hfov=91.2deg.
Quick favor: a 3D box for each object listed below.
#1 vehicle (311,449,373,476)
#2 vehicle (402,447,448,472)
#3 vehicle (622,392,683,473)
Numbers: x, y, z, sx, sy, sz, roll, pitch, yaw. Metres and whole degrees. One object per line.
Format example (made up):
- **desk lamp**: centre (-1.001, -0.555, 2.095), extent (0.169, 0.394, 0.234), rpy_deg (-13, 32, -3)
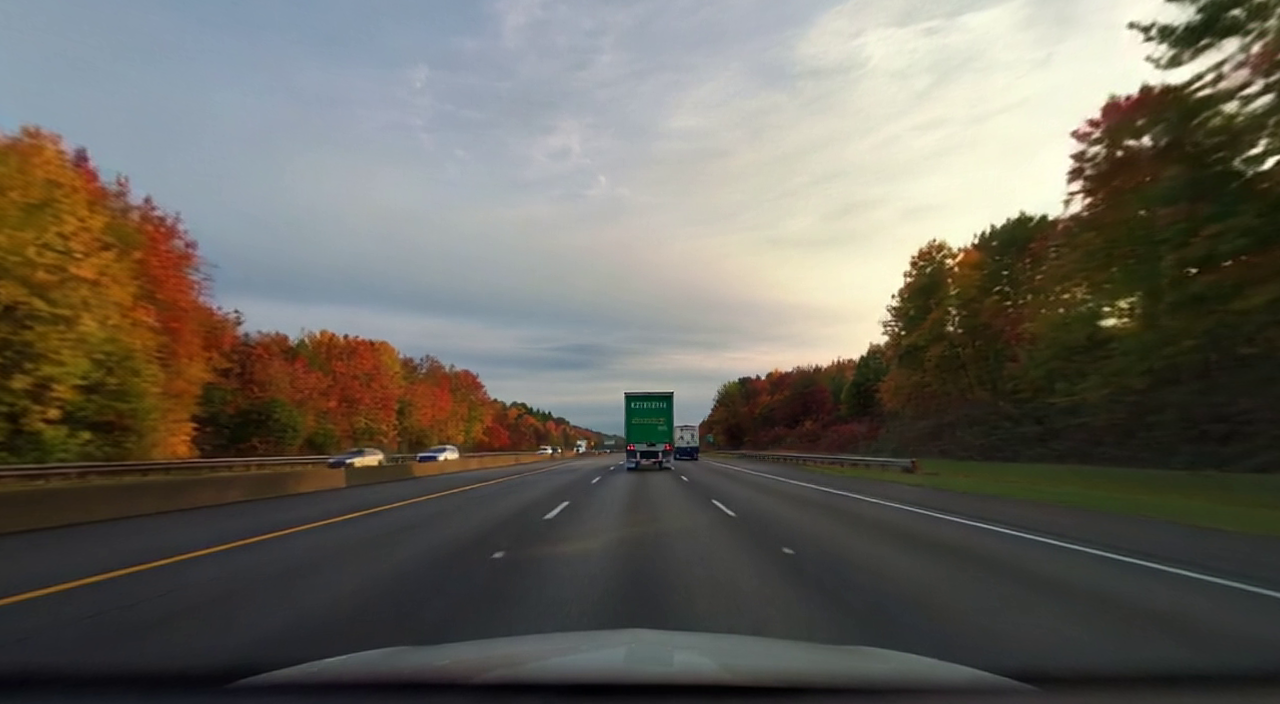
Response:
- **vehicle**: centre (-19.754, 7.316, 41.753), extent (1.859, 1.646, 4.370), rpy_deg (0, -9, 1)
- **vehicle**: centre (-15.579, 7.796, 45.619), extent (1.908, 1.728, 4.054), rpy_deg (0, -9, 1)
- **vehicle**: centre (0.547, 4.856, 36.894), extent (3.057, 4.073, 10.792), rpy_deg (0, -9, -1)
